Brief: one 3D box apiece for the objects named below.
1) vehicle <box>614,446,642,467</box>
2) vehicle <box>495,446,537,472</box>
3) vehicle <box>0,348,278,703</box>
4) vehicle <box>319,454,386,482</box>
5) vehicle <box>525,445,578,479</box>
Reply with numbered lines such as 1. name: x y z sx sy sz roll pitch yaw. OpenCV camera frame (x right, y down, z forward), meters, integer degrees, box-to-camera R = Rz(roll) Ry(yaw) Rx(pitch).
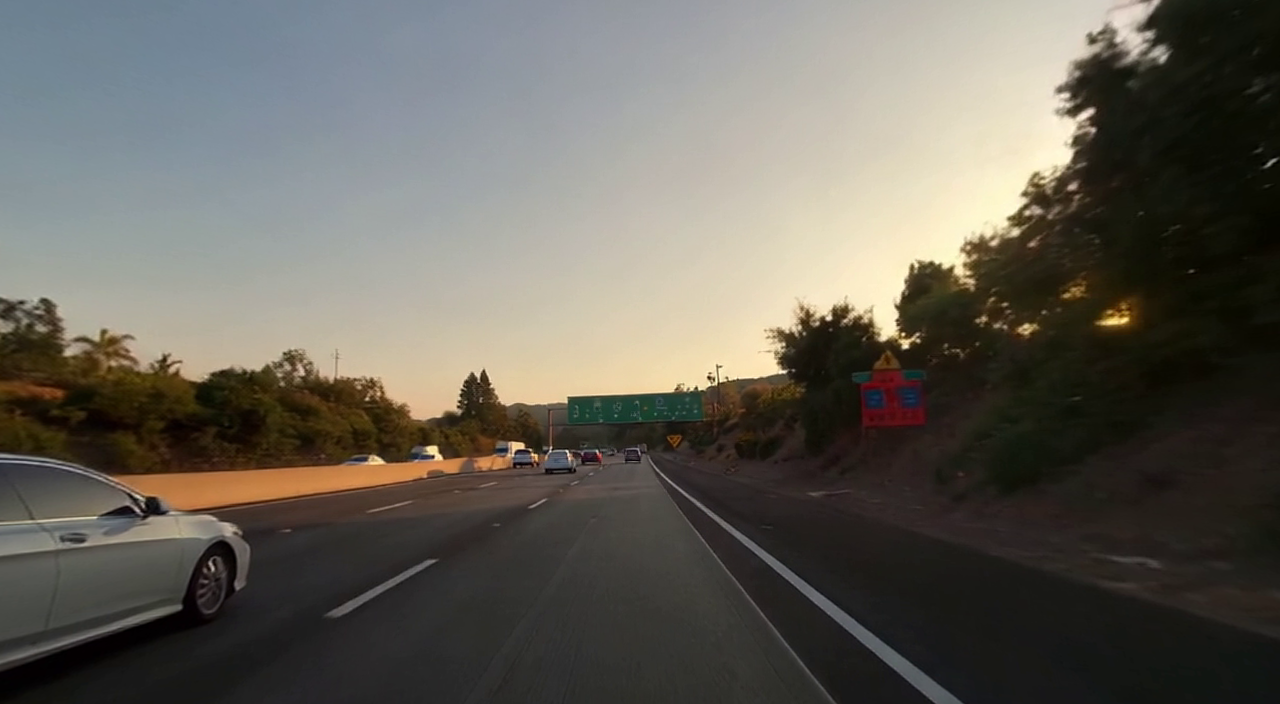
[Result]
1. vehicle: -0.885 7.832 47.088 2.023 1.479 3.718 0 -9 -1
2. vehicle: -7.991 6.940 40.792 1.936 1.516 3.904 0 -9 0
3. vehicle: -3.978 0.866 2.732 2.074 1.779 4.588 0 -9 -1
4. vehicle: -16.478 6.655 36.177 1.911 1.466 4.273 0 -9 -1
5. vehicle: -4.174 5.271 30.264 1.988 1.477 4.118 0 -9 0
